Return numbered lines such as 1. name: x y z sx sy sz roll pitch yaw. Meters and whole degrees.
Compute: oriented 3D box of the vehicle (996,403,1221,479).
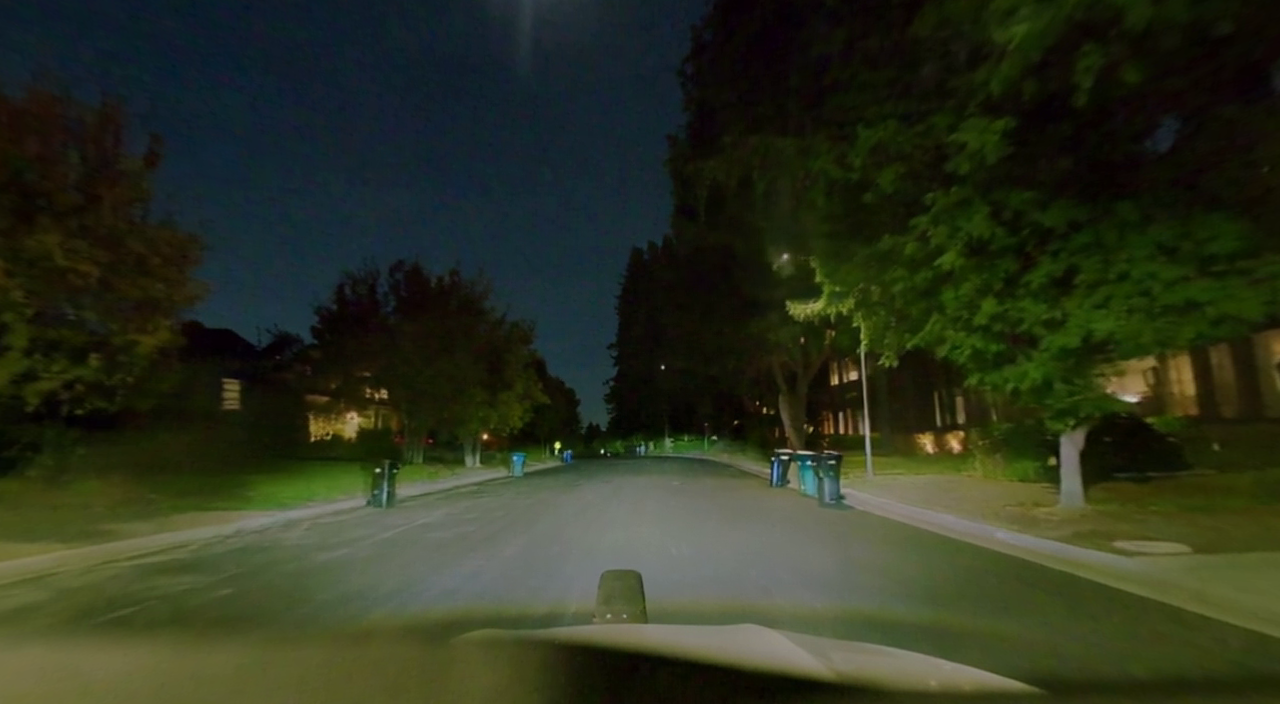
1. vehicle: 12.376 2.391 16.838 4.581 1.853 2.024 2 -8 -7
